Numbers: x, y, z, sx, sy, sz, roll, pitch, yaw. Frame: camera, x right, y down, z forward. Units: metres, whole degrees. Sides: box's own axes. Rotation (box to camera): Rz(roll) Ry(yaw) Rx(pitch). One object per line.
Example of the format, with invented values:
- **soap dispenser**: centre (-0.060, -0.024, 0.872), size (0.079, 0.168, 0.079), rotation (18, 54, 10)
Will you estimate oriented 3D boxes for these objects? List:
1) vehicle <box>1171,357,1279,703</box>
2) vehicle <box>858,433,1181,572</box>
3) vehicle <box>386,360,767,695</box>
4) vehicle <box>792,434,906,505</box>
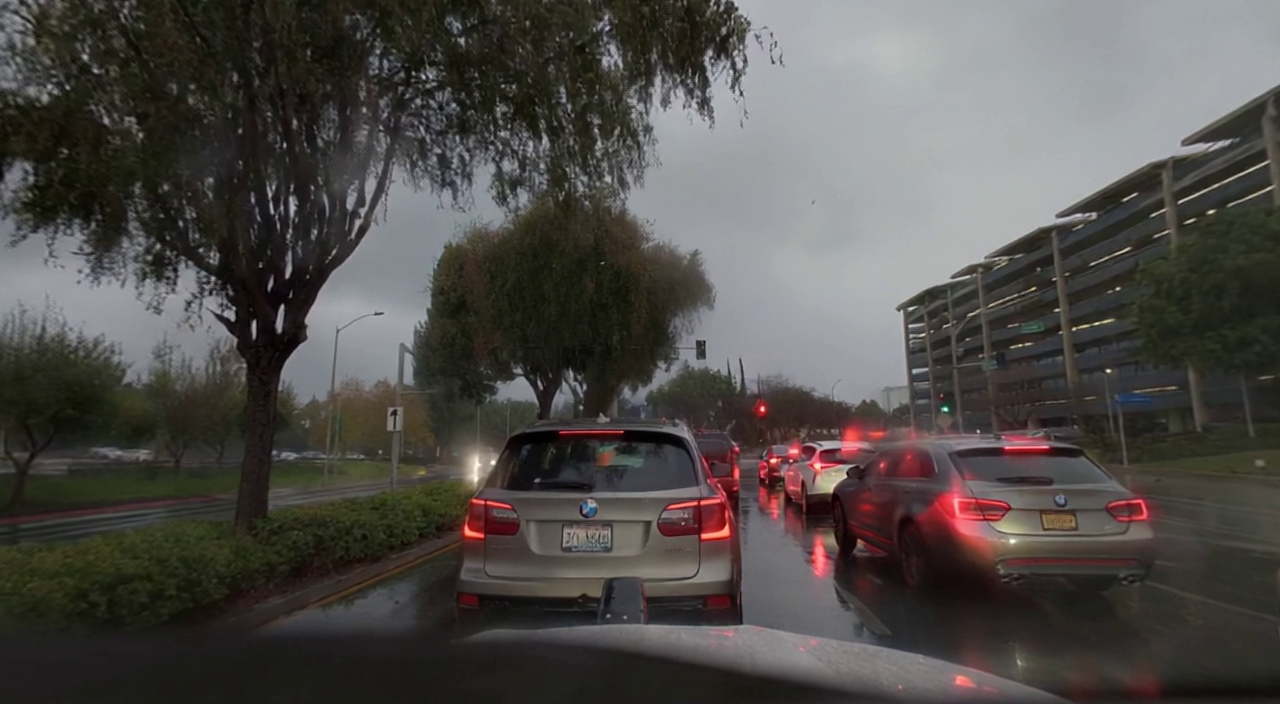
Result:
- **vehicle**: centre (4.062, 0.601, 1.102), size (1.993, 1.719, 4.953), rotation (0, -8, 1)
- **vehicle**: centre (4.902, 1.968, 9.158), size (1.963, 1.480, 4.553), rotation (0, -8, 2)
- **vehicle**: centre (-0.209, 1.232, 5.555), size (2.021, 1.742, 4.295), rotation (-1, -8, 4)
- **vehicle**: centre (5.336, 3.032, 16.714), size (1.994, 1.638, 4.100), rotation (-1, -9, 6)
